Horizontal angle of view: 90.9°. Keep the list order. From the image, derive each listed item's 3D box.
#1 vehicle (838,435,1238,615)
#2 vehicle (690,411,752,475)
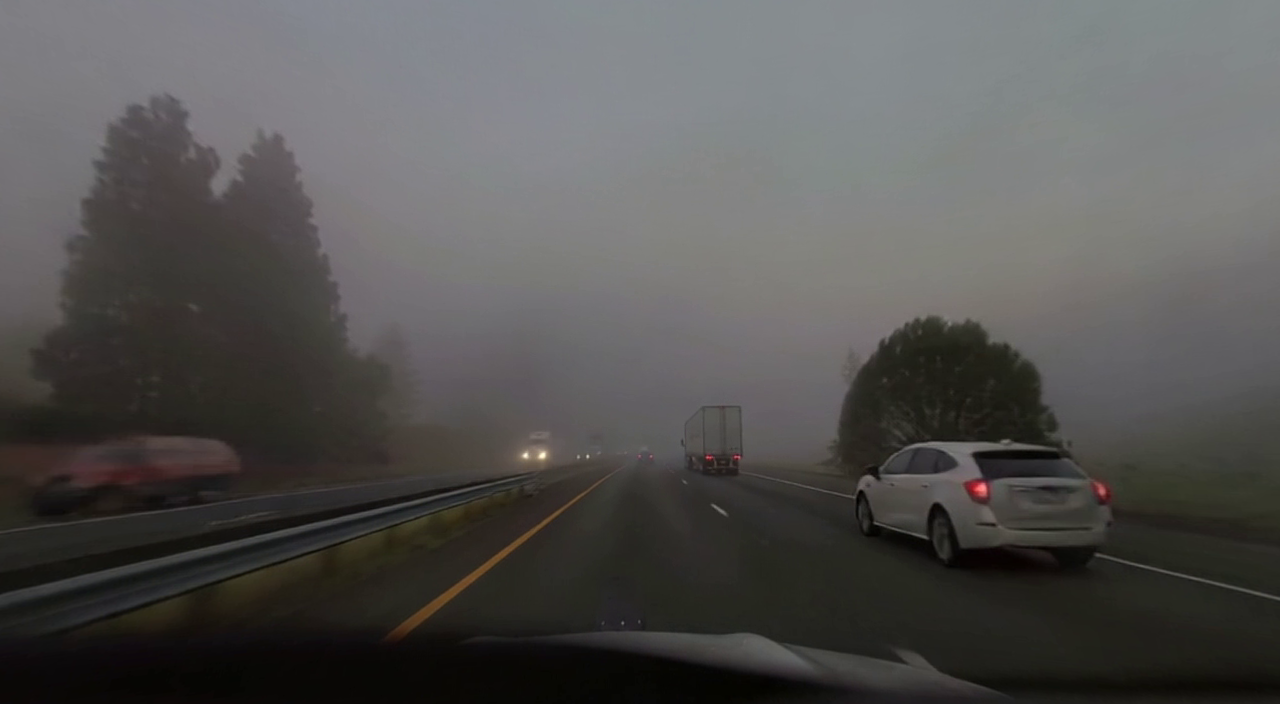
[{"bbox_3d":[3.897,1.727,7.214,1.893,1.442,4.039,0,-9,0],"label":"vehicle"},{"bbox_3d":[4.986,5.983,41.145,2.866,3.558,11.674,0,-9,2],"label":"vehicle"}]
